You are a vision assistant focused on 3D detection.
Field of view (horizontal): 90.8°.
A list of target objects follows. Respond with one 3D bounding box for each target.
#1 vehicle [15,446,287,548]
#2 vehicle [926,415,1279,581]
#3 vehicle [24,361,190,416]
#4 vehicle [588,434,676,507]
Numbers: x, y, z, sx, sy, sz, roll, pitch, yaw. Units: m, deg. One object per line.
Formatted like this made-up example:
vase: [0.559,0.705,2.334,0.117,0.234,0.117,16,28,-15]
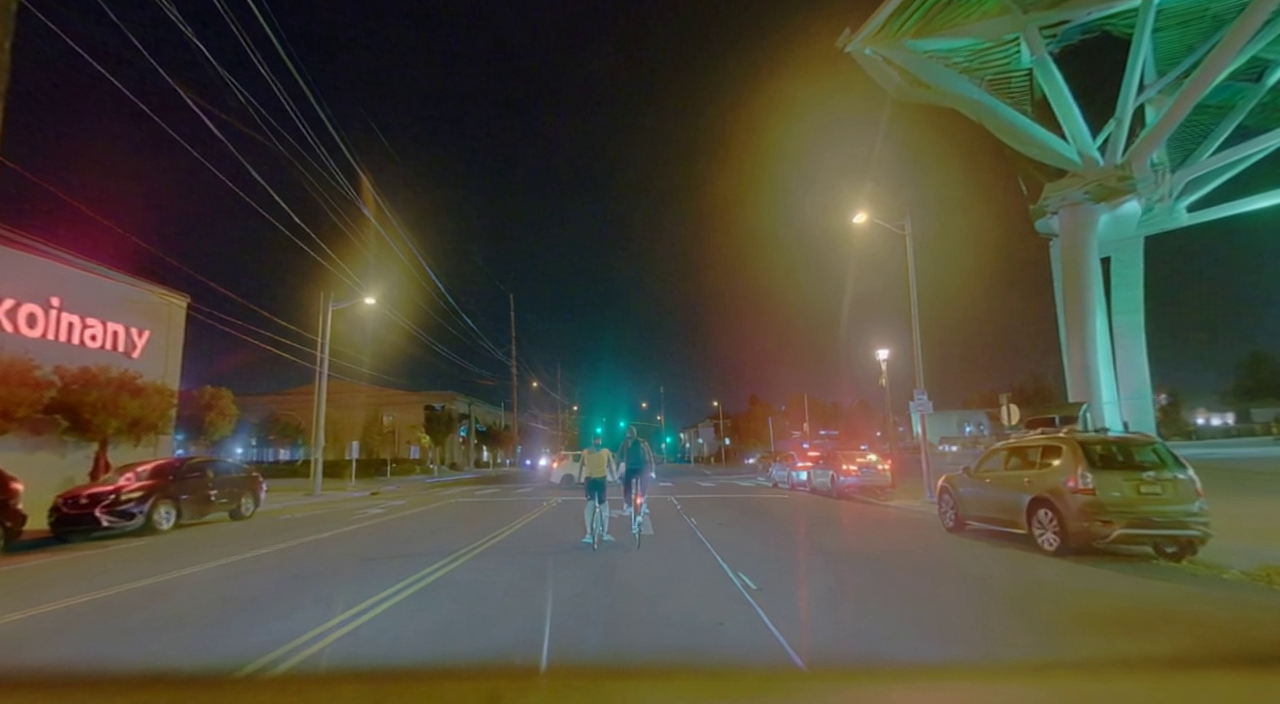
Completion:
vehicle: [-10.247,3.001,13.943,2.075,1.816,4.900,0,-8,-1]
vehicle: [5.826,1.828,8.669,1.873,1.714,3.979,0,-8,0]
vehicle: [-17.107,1.225,20.433,3.685,1.584,1.708,1,-9,-3]
vehicle: [-0.169,3.253,17.726,2.190,1.783,4.048,0,-8,1]
